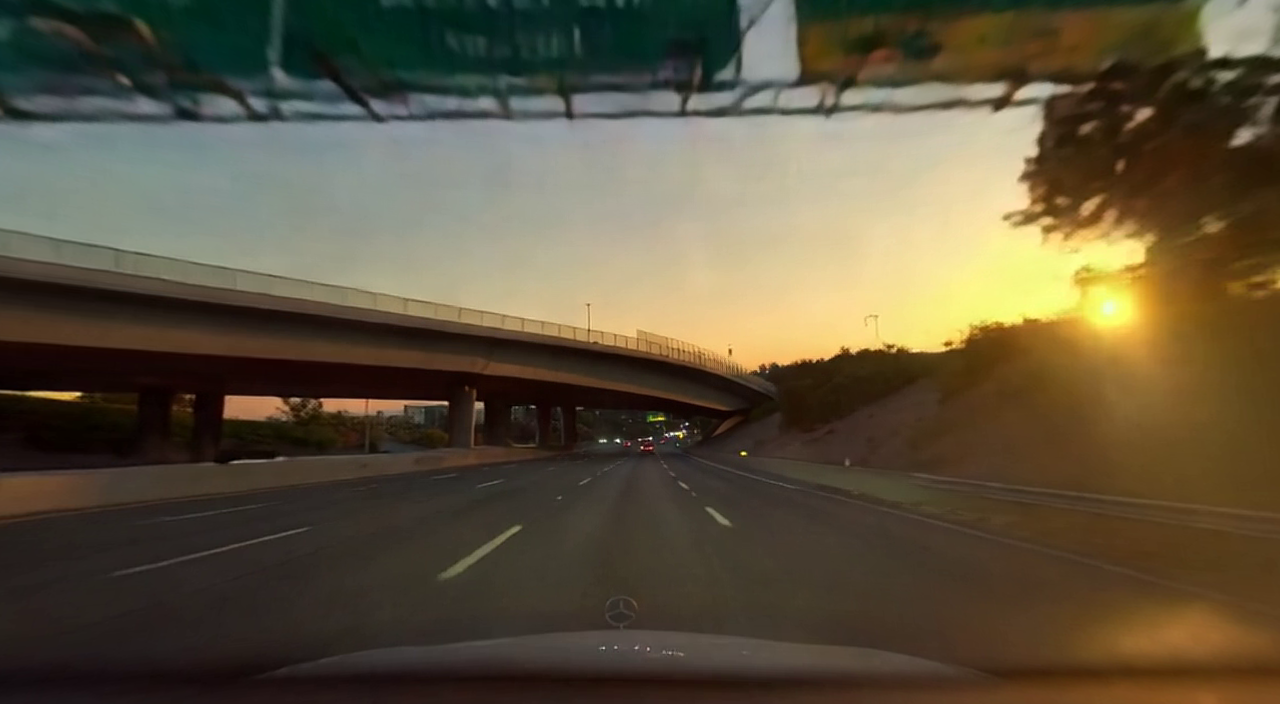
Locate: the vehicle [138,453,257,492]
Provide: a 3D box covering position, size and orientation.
[{"bbox_3d":[-20.185,5.471,29.052,1.899,1.557,4.767,-1,-9,2],"label":"vehicle"}]
